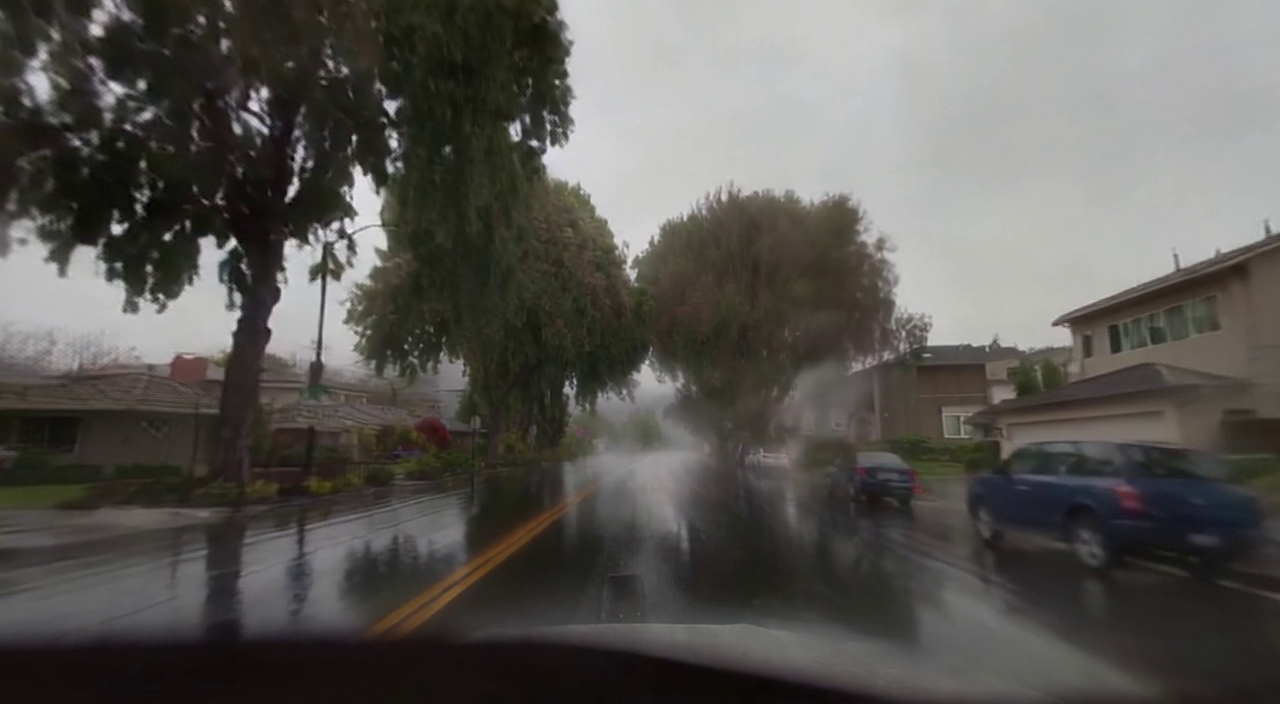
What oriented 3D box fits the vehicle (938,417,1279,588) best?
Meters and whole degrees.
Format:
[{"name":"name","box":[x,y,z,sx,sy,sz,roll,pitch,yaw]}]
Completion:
[{"name":"vehicle","box":[6.371,1.888,8.836,2.116,1.732,4.569,0,-9,-1]}]

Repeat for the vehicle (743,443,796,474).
[{"name":"vehicle","box":[6.953,5.771,34.365,1.893,1.543,4.434,0,-9,-1]}]

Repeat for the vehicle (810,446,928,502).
[{"name":"vehicle","box":[6.712,3.589,19.063,1.913,1.479,4.209,0,-9,-1]}]
